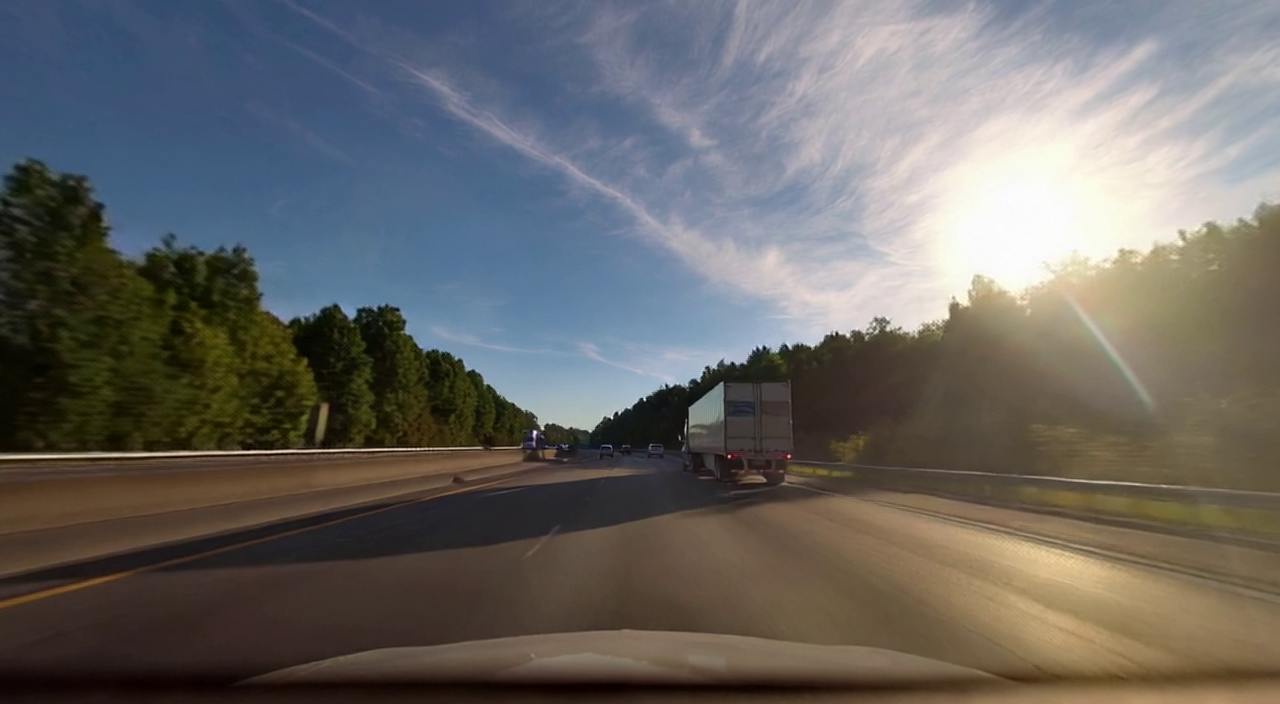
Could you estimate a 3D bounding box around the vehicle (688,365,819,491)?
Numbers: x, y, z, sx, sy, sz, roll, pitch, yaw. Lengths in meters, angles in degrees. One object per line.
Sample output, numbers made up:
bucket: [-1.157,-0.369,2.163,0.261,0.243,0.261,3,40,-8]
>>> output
vehicle: [4.139,3.464,26.958,2.950,4.033,13.276,0,-9,-1]
